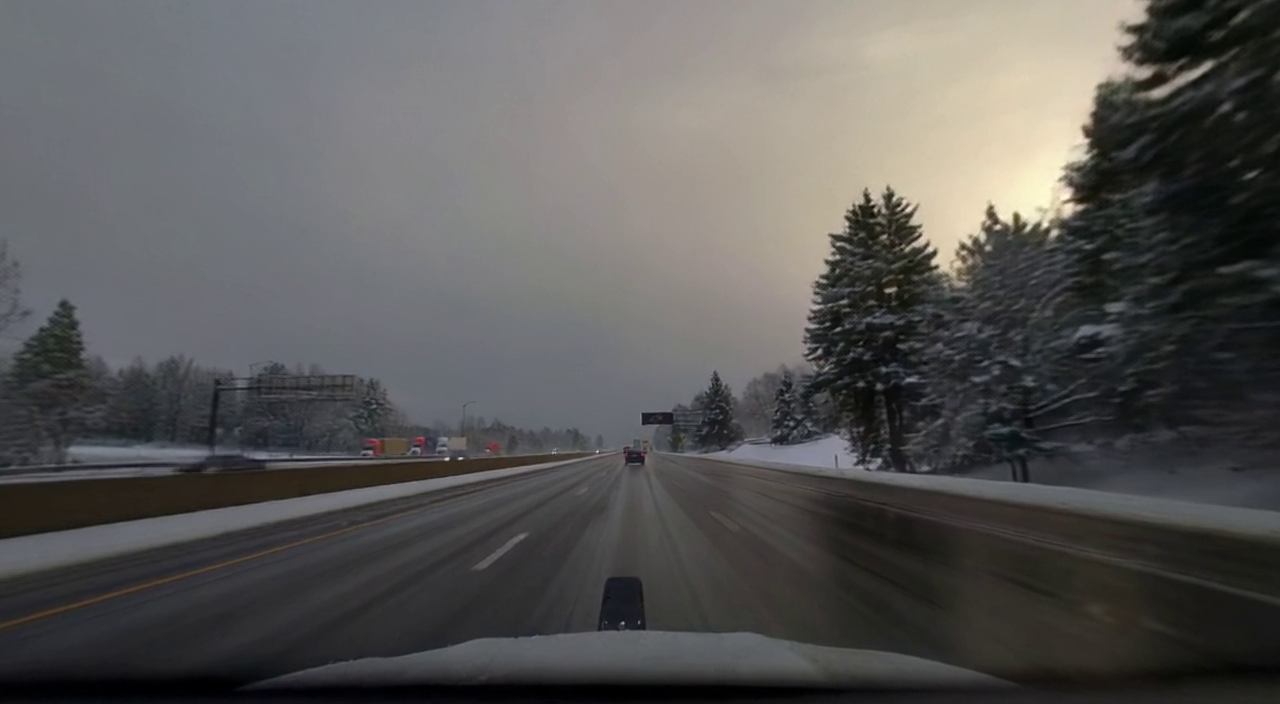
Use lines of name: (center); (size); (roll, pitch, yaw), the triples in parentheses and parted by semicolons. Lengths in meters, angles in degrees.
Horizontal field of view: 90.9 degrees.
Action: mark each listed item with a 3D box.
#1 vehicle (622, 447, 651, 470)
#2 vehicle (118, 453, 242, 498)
vehicle: (-0.242, 7.400, 44.072); (1.916, 1.494, 4.335); (0, -9, 0)
vehicle: (-19.604, 5.261, 27.184); (1.849, 1.722, 4.597); (0, -9, 0)
